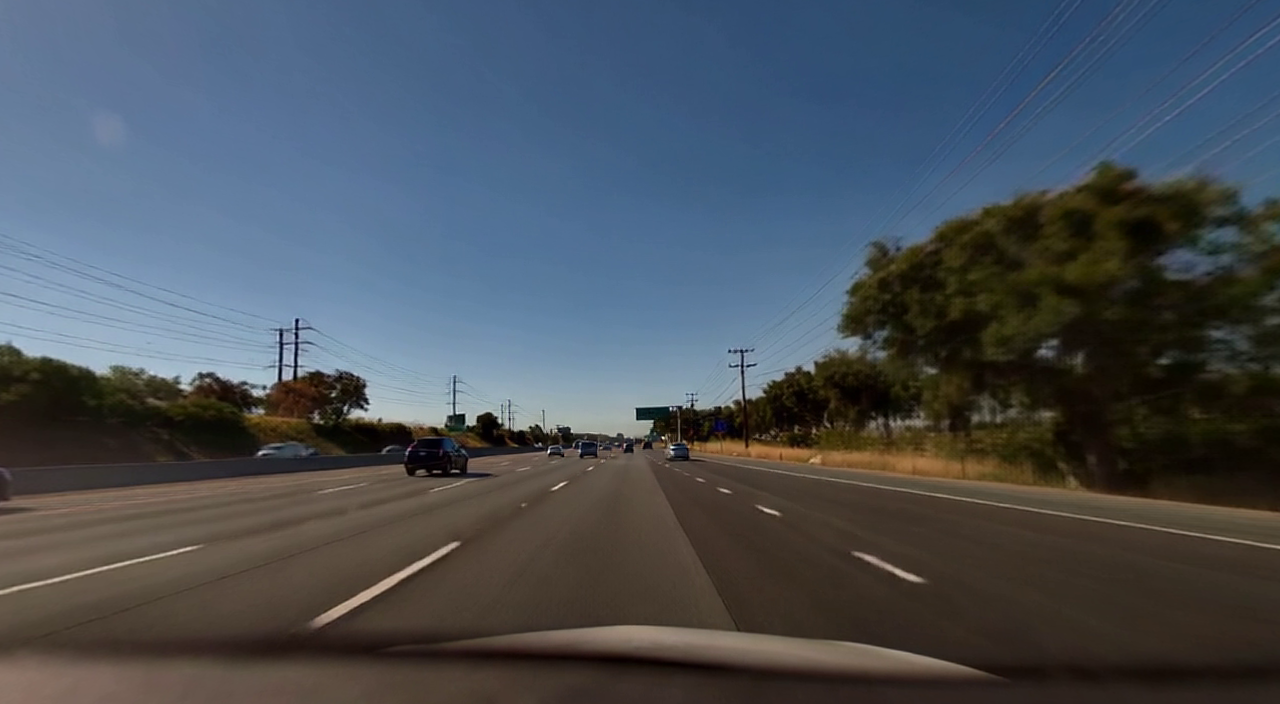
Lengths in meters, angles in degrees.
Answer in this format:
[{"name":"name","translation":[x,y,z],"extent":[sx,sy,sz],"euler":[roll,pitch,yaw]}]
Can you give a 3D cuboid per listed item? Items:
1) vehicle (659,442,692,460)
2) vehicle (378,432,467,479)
[{"name":"vehicle","translation":[2.713,7.727,49.405],"extent":[2.015,1.391,3.897],"euler":[1,-9,-5]},{"name":"vehicle","translation":[-9.219,4.456,27.341],"extent":[2.115,1.799,5.444],"euler":[0,-9,-2]}]
